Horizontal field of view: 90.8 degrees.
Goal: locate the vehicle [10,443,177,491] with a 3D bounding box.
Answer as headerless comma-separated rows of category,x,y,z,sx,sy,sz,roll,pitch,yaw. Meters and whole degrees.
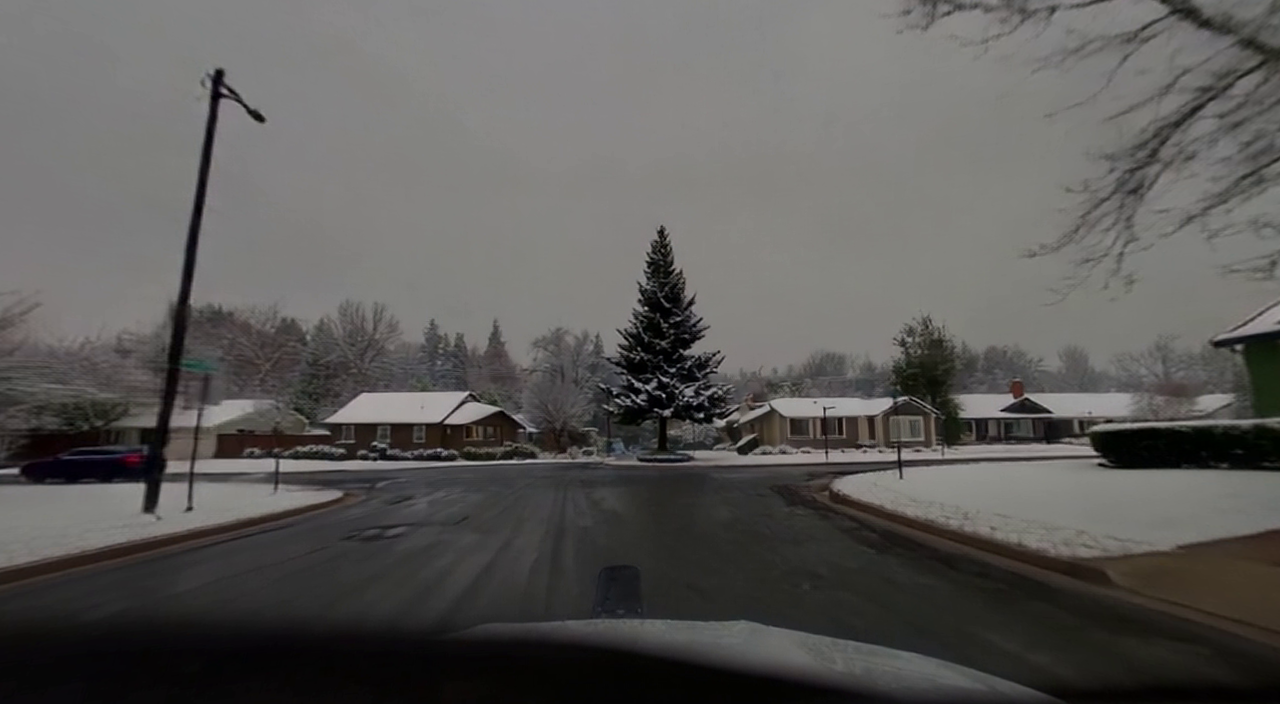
vehicle,-21.566,4.527,25.104,4.594,1.778,2.055,1,-8,-2
